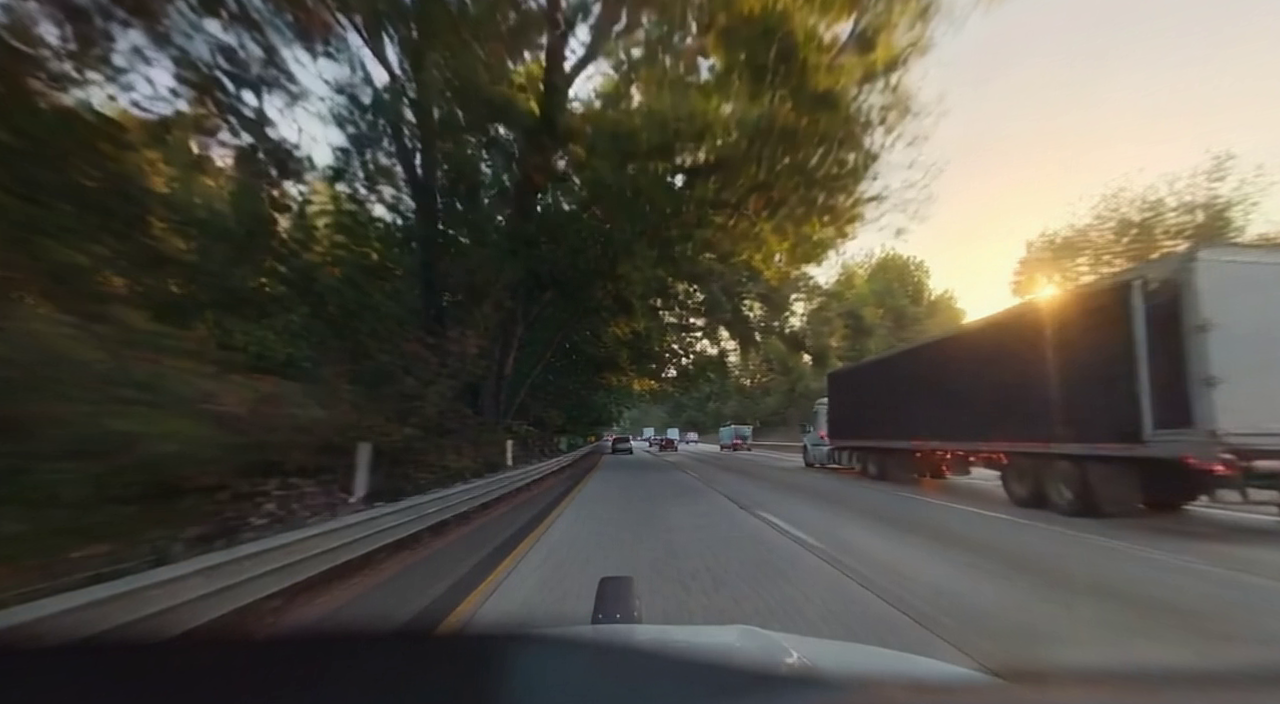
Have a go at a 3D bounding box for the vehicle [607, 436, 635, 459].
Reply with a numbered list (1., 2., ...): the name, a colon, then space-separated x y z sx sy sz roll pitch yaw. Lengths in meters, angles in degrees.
1. vehicle: -1.528 7.371 48.912 2.088 1.671 4.068 0 -8 -3

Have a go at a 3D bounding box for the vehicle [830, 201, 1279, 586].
1. vehicle: 7.910 1.307 13.738 2.888 4.093 14.227 0 -8 -1
